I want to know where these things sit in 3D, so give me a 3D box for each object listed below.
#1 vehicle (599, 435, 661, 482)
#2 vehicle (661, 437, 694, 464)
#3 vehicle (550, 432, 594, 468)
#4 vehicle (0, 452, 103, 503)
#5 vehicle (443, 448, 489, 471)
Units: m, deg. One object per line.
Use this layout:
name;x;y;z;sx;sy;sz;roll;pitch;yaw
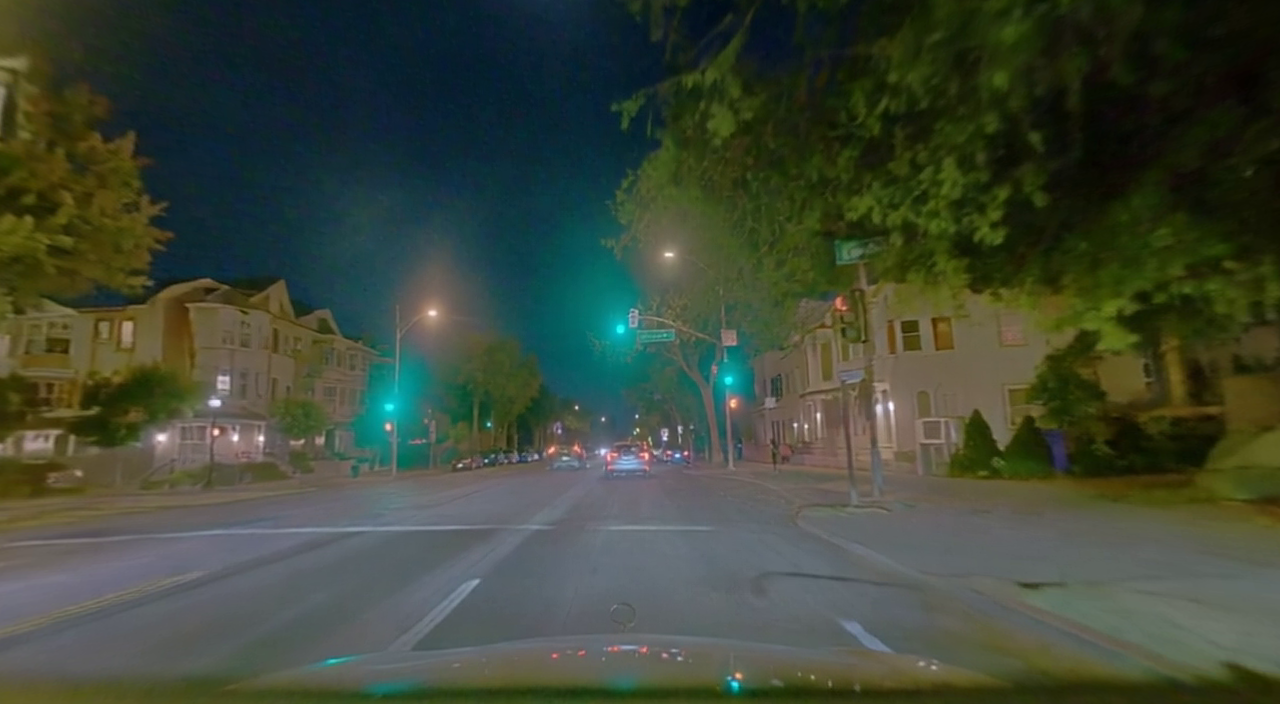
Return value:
vehicle;-0.357;3.762;22.577;1.998;1.518;4.015;0;-8;-1
vehicle;2.499;6.703;43.102;1.969;1.725;4.387;0;-8;-1
vehicle;-3.661;5.375;34.624;1.983;1.841;4.013;0;-8;0
vehicle;-23.167;4.628;23.393;4.537;1.755;1.933;0;-8;-1
vehicle;-12.279;7.611;44.671;1.913;1.475;4.372;0;-8;1
